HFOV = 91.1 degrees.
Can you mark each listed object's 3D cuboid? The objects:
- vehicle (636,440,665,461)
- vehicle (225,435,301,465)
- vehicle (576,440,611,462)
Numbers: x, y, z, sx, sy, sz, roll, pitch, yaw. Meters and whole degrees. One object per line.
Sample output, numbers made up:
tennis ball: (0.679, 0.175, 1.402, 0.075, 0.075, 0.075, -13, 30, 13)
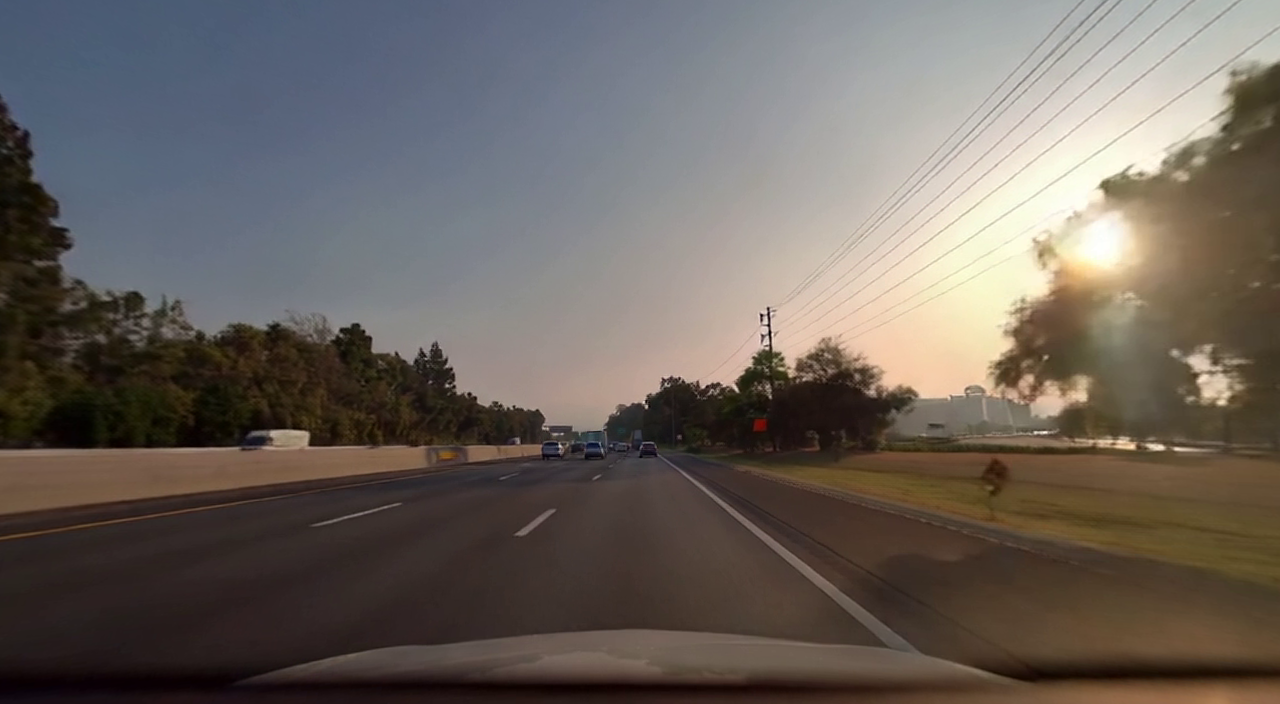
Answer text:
vehicle: (0.794, 7.326, 46.702, 2.057, 1.453, 3.926, 0, -8, 1)
vehicle: (-29.154, 7.590, 48.815, 2.253, 2.185, 5.831, 0, -8, 1)
vehicle: (-3.224, 6.990, 44.320, 2.046, 1.478, 4.111, 0, -8, 1)
